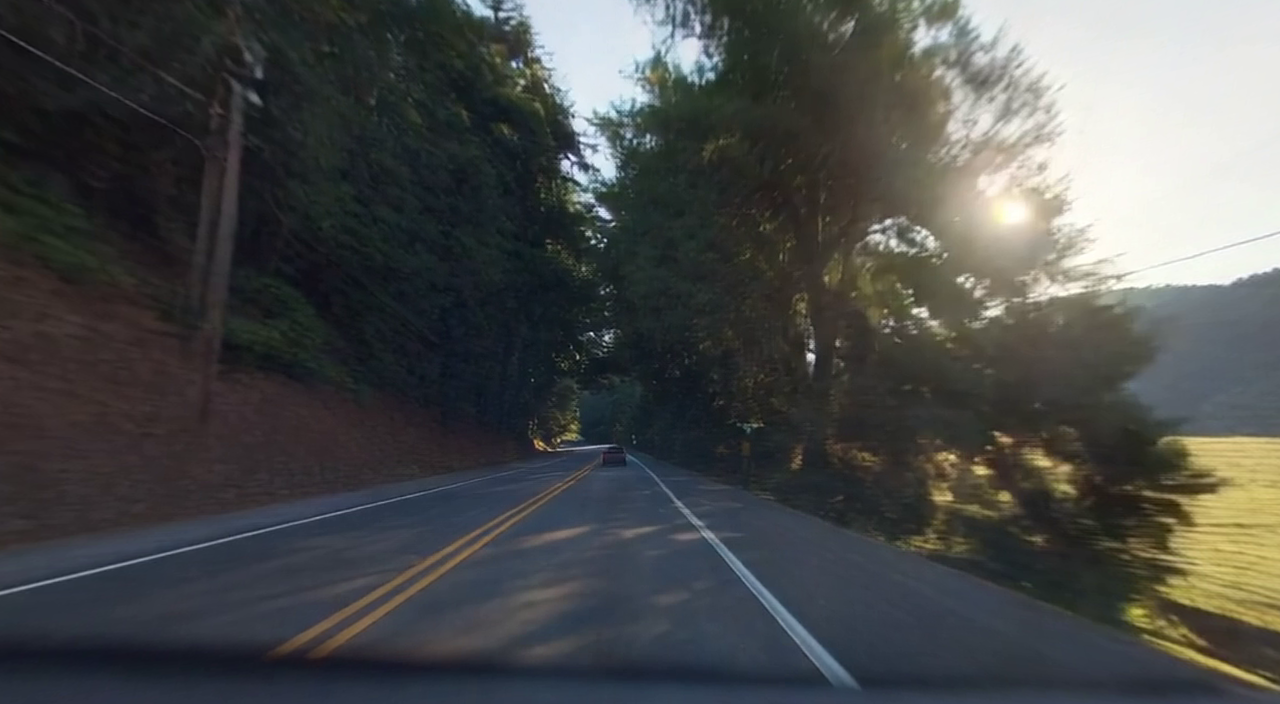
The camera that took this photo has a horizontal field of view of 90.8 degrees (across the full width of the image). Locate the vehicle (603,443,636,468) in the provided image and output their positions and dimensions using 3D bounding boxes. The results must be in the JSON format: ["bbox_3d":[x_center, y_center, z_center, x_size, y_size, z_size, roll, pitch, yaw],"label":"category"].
[{"bbox_3d":[-1.356,6.763,41.432,2.042,1.489,3.963,0,-8,-2],"label":"vehicle"}]
